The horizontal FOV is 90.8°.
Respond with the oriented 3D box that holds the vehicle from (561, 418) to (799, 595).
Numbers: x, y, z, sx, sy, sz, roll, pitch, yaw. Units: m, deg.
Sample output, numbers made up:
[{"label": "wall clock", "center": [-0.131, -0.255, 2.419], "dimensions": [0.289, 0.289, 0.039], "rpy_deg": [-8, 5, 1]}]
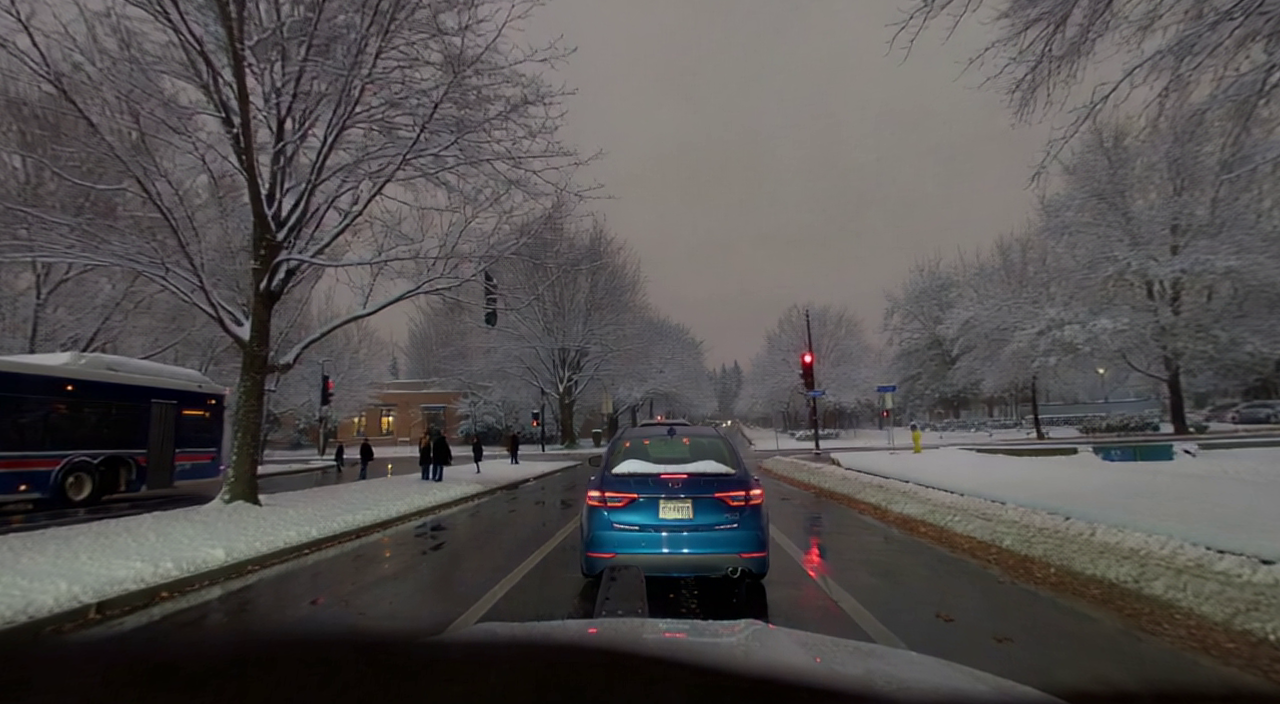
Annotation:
[{"label": "vehicle", "center": [0.379, 1.615, 7.391], "dimensions": [2.035, 1.499, 3.799], "rpy_deg": [0, -8, 1]}]
